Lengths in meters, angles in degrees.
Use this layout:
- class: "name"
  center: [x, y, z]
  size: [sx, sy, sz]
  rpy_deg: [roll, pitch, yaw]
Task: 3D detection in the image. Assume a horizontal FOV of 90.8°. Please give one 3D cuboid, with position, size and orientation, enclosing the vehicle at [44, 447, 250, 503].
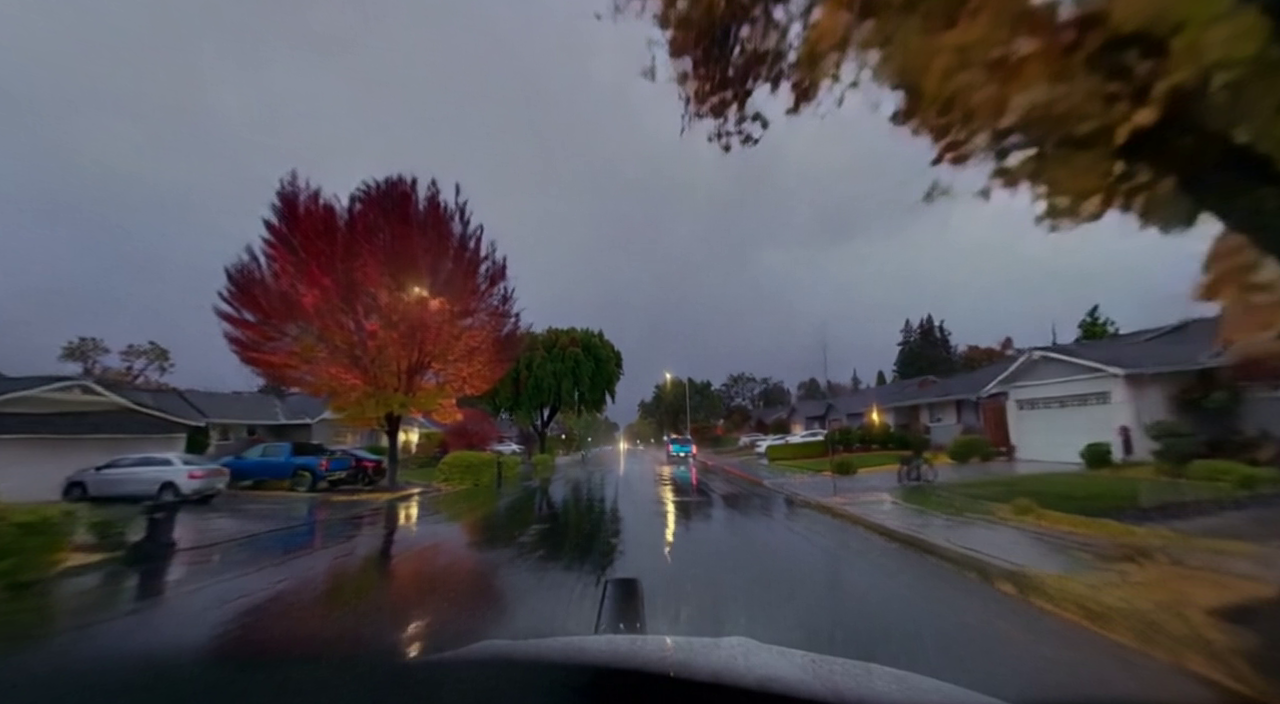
- class: "vehicle"
  center: [-14.048, 3.514, 18.226]
  size: [4.285, 1.483, 1.954]
  rpy_deg: [0, -9, 0]

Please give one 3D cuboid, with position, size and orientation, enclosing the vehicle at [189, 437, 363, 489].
- class: "vehicle"
  center: [-13.748, 4.218, 24.135]
  size: [5.286, 1.847, 2.166]
  rpy_deg: [-1, -9, 1]

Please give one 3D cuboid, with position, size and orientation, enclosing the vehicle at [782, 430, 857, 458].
- class: "vehicle"
  center: [11.154, 5.727, 39.563]
  size: [4.069, 1.680, 2.156]
  rpy_deg: [-1, -7, 3]

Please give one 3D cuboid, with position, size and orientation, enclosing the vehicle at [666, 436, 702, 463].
- class: "vehicle"
  center: [3.349, 7.667, 49.639]
  size: [2.313, 1.962, 6.029]
  rpy_deg: [0, -9, 0]
